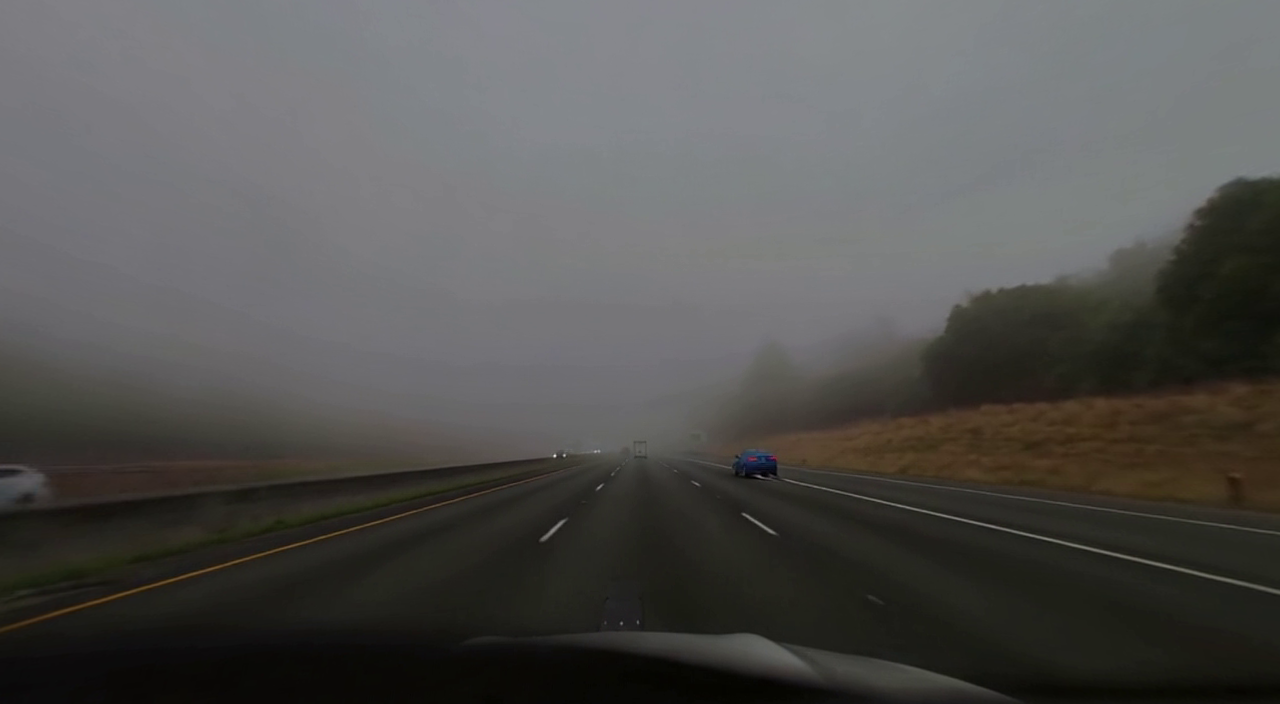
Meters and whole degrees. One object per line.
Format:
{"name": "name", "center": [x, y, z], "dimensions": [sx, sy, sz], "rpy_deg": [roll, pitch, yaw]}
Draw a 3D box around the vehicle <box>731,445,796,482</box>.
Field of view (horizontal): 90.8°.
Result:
{"name": "vehicle", "center": [5.371, 4.910, 28.003], "dimensions": [1.967, 1.472, 3.751], "rpy_deg": [0, -9, -3]}
